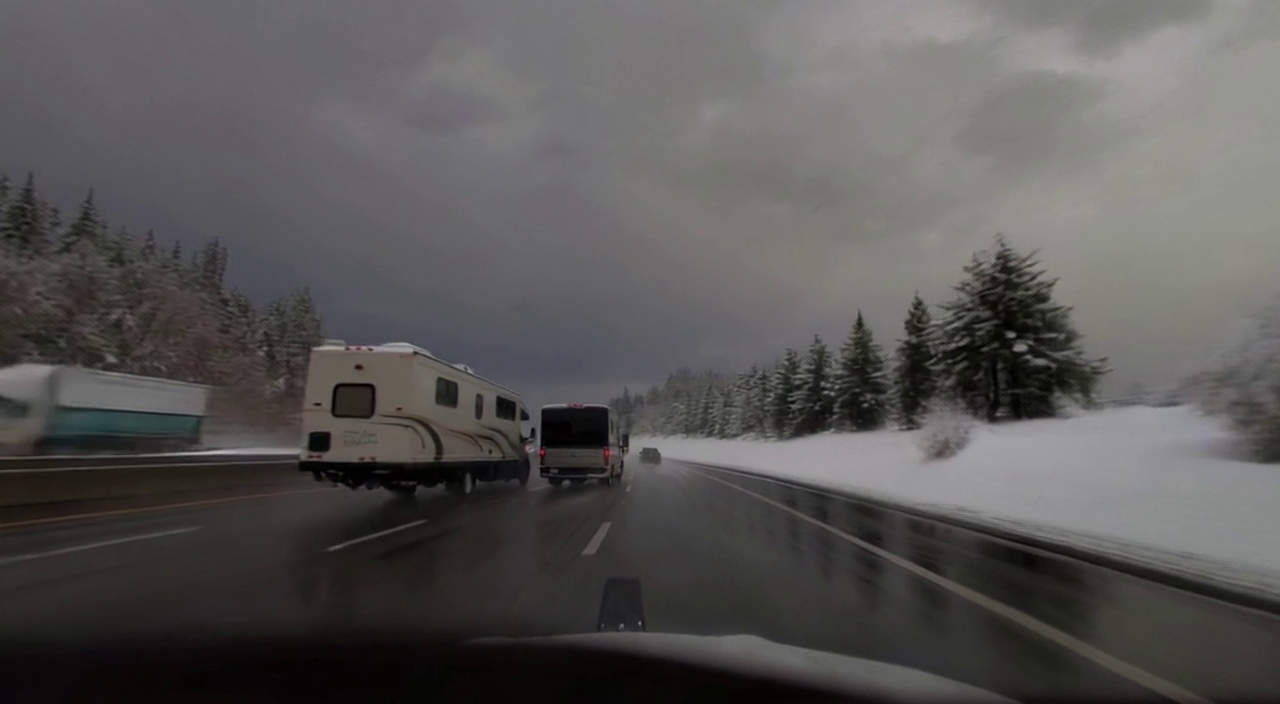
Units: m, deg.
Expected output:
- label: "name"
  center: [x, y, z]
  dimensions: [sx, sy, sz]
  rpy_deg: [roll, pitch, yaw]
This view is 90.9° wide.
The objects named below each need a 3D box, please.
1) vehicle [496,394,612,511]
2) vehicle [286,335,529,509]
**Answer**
- label: "vehicle"
  center: [-1.990, 2.512, 15.938]
  dimensions: [2.331, 2.583, 3.743]
  rpy_deg: [0, -9, 1]
- label: "vehicle"
  center: [-6.627, 2.673, 21.819]
  dimensions: [2.929, 4.010, 14.446]
  rpy_deg: [0, -9, 0]
